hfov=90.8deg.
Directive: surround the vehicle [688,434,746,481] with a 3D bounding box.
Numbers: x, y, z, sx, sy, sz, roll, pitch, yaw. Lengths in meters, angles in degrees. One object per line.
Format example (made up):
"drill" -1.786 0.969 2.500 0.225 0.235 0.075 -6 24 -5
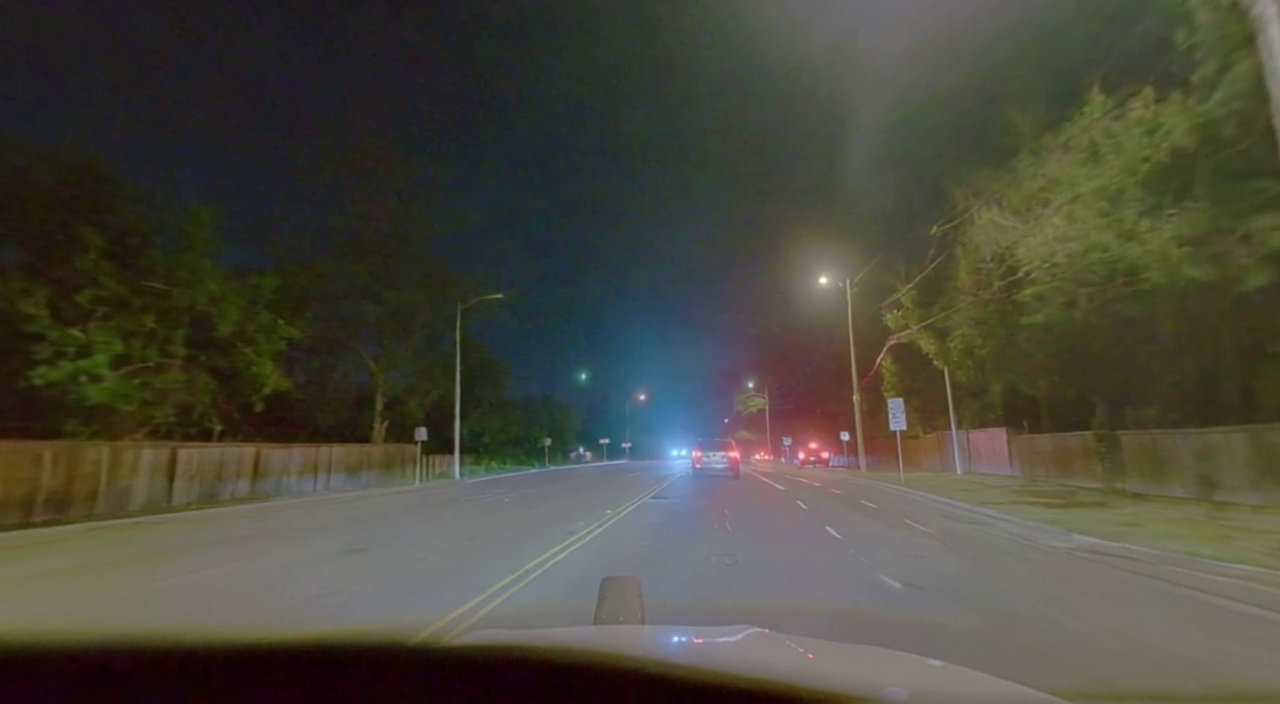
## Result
"vehicle" 3.305 4.546 27.424 2.230 1.827 4.580 -1 -9 6
